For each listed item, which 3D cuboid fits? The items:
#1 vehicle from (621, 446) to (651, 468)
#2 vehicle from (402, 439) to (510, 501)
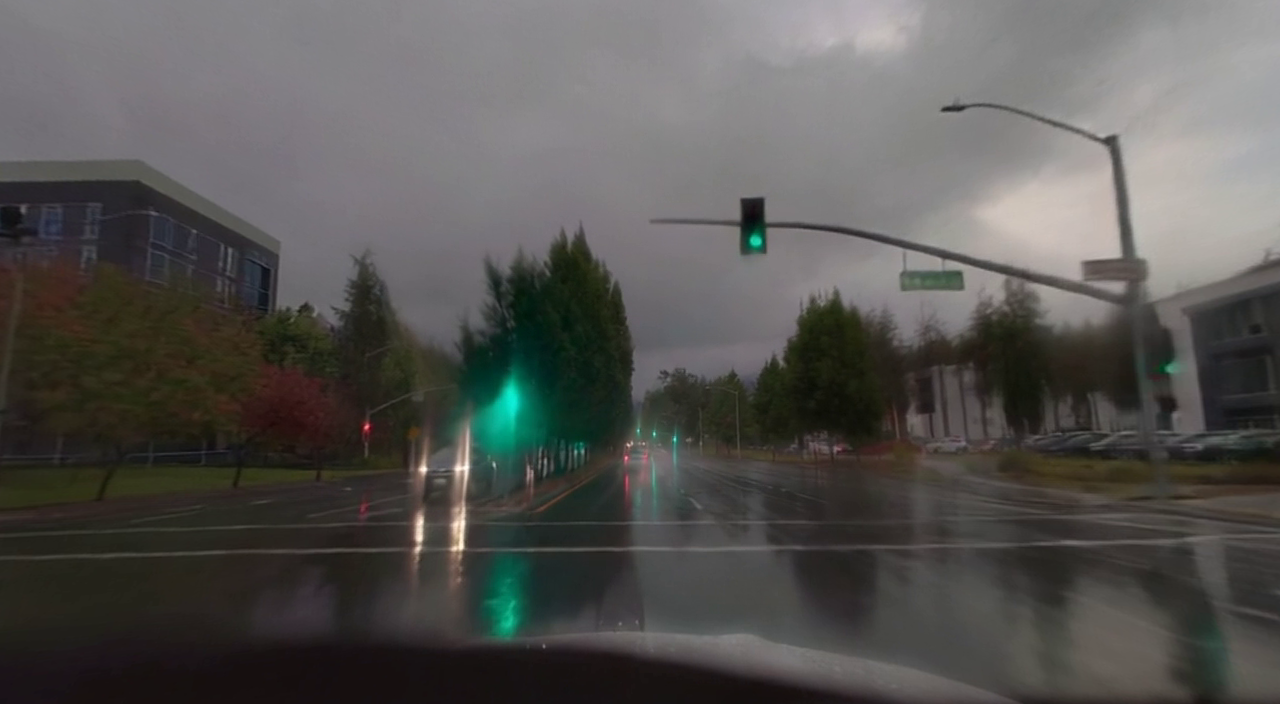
[{"bbox_3d":[-0.300,7.477,44.813,2.064,1.477,3.968,0,-9,-1],"label":"vehicle"},{"bbox_3d":[-5.385,3.506,19.058,2.016,1.631,4.148,0,-9,-1],"label":"vehicle"}]
